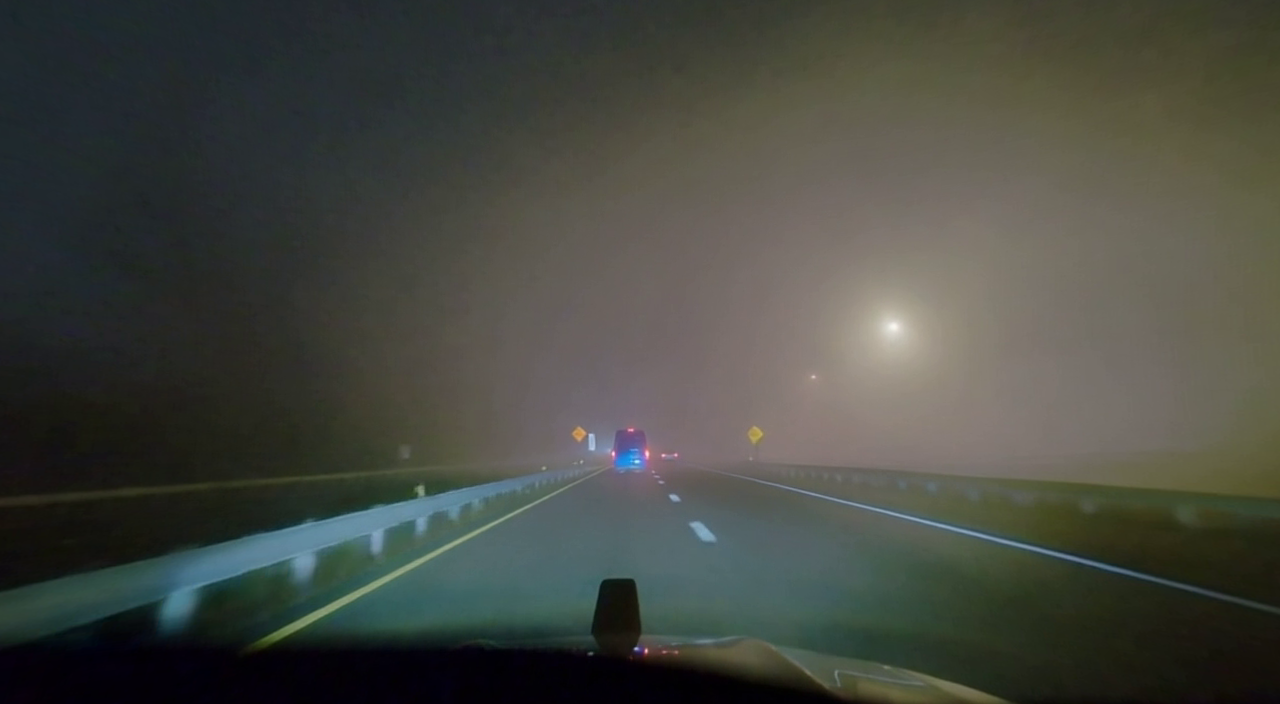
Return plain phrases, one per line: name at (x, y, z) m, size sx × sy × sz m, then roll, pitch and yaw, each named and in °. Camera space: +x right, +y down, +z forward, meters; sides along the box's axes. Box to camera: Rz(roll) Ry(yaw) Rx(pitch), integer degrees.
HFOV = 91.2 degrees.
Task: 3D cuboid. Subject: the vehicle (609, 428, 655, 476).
vehicle at (-0.473, 5.986, 37.568) m, size 2.560 × 2.598 × 5.581 m, roll 0°, pitch -9°, yaw -1°
